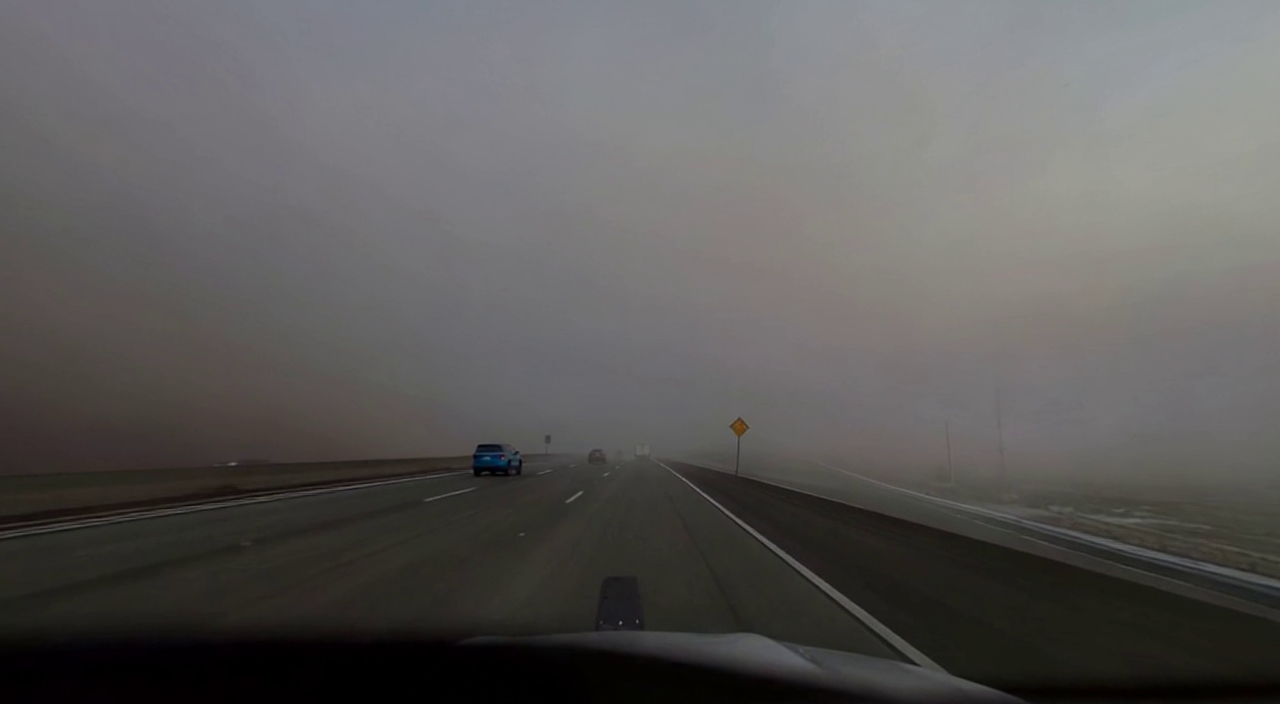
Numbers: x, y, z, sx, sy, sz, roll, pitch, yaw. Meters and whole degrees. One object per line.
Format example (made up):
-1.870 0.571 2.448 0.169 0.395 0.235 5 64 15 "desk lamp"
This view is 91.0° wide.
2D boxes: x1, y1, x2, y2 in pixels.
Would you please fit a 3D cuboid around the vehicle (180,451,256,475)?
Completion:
-28.501 7.487 42.727 1.881 1.524 4.579 0 -9 1 "vehicle"

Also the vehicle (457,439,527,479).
-6.893 5.029 29.893 2.055 1.683 4.804 0 -9 1 "vehicle"
